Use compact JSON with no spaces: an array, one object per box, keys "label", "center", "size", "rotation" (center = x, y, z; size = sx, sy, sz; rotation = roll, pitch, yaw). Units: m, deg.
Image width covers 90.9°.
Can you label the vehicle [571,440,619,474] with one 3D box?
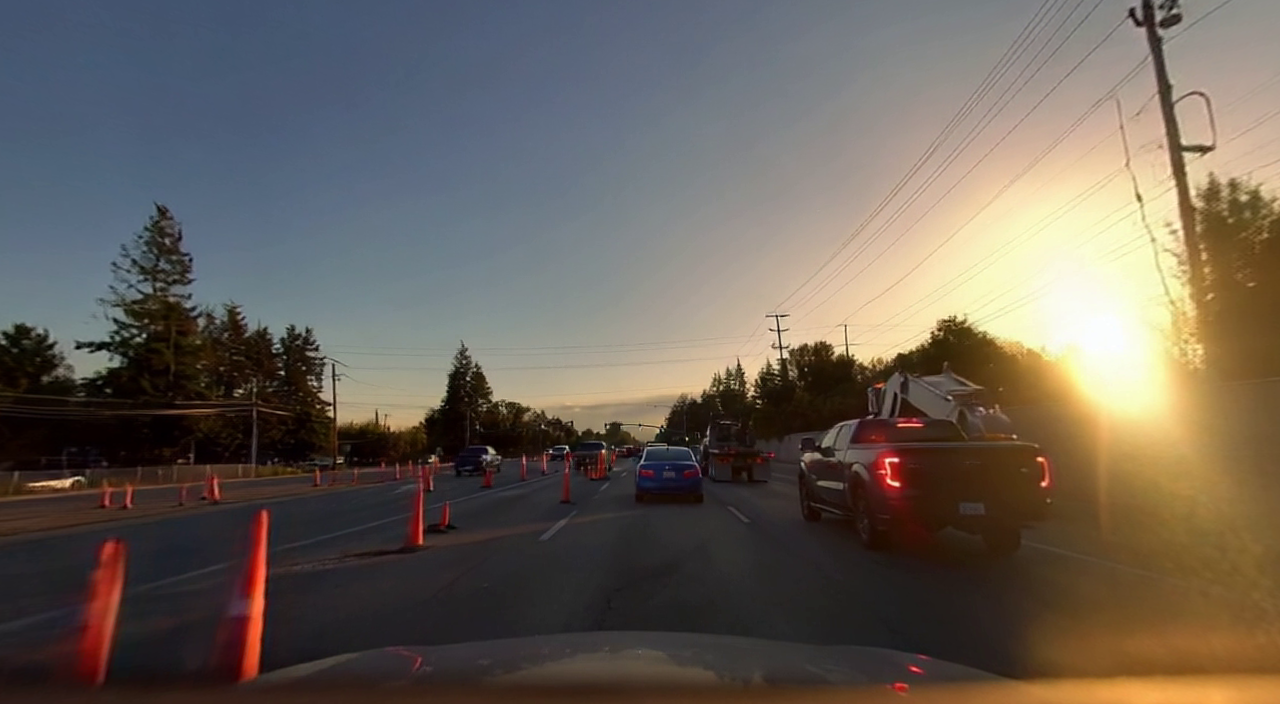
[{"label":"vehicle","center":[-2.340,5.629,33.990],"size":[1.989,1.729,4.184],"rotation":[-1,-8,4]}]

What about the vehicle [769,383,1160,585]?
[{"label":"vehicle","center":[3.882,1.776,9.483],"size":[2.555,2.017,6.201],"rotation":[0,-9,0]}]

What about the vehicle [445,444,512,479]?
[{"label":"vehicle","center":[-7.574,5.182,30.152],"size":[2.018,1.490,4.926],"rotation":[0,-8,-1]}]

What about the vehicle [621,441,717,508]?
[{"label":"vehicle","center":[0.673,3.038,16.167],"size":[2.128,1.473,4.272],"rotation":[0,-8,1]}]
